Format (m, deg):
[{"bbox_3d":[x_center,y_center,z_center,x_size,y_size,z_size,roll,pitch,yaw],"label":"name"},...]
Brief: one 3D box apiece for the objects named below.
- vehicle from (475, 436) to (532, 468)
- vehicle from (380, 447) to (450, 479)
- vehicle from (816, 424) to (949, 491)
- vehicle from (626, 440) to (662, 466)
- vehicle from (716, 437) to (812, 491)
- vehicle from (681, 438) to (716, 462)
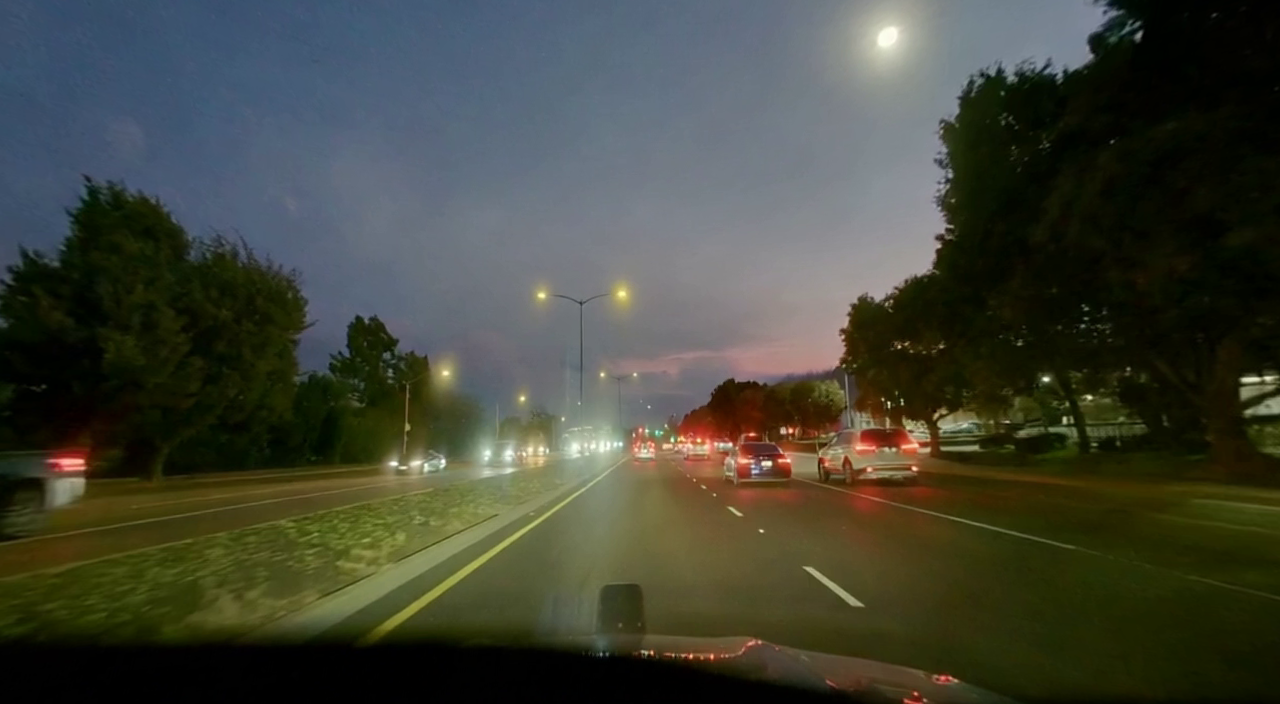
[{"bbox_3d":[-7.973,5.894,37.126,2.116,1.747,4.727,0,-9,2],"label":"vehicle"},{"bbox_3d":[-11.247,5.547,31.670,1.866,1.500,4.361,0,-9,1],"label":"vehicle"},{"bbox_3d":[7.455,3.303,19.995,2.188,1.840,5.050,0,-9,0],"label":"vehicle"},{"bbox_3d":[0.254,6.216,38.669,2.111,1.506,4.018,0,-9,0],"label":"vehicle"},{"bbox_3d":[3.731,3.463,19.763,2.010,1.490,4.639,0,-9,-1],"label":"vehicle"},{"bbox_3d":[4.293,7.276,46.689,2.130,1.718,4.310,0,-9,-1],"label":"vehicle"}]
